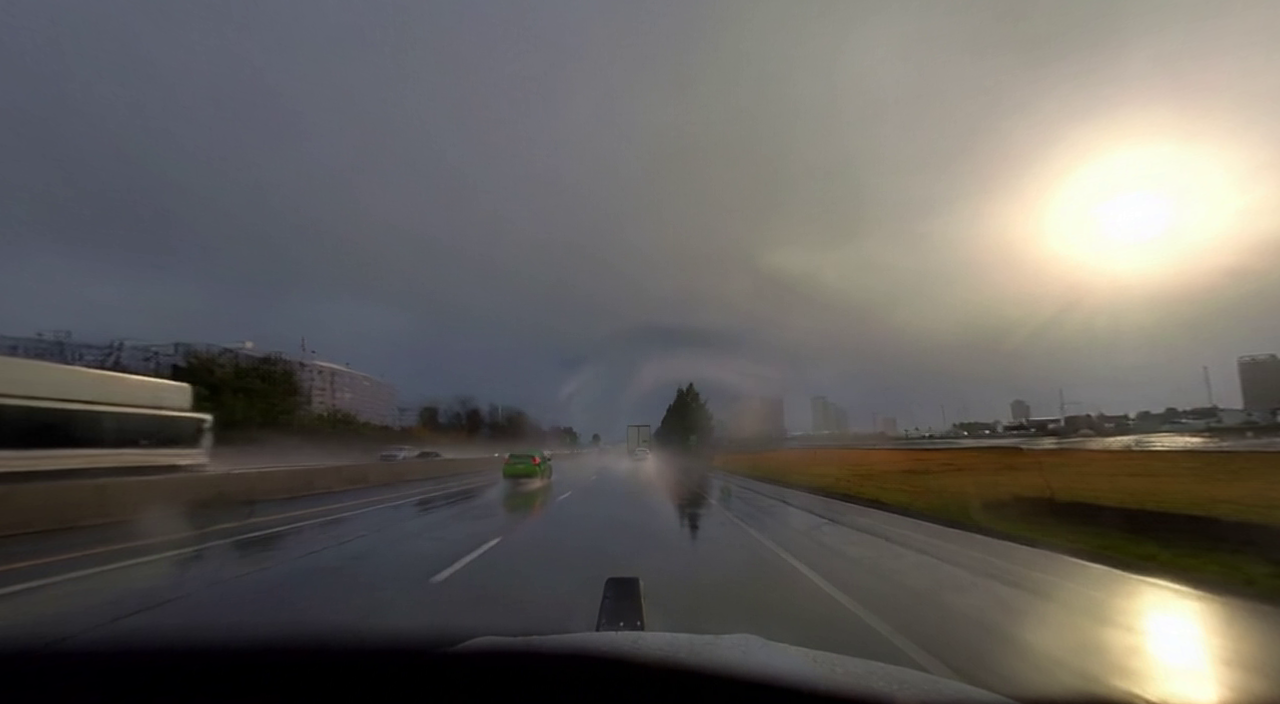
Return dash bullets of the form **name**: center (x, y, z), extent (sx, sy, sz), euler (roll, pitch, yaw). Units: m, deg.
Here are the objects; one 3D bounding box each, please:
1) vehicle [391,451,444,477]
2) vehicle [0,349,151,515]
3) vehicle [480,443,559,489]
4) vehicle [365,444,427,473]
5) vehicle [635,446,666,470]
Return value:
- **vehicle**: center (-12.561, 6.329, 35.843), extent (1.718, 1.426, 3.578), euler (0, -9, 0)
- **vehicle**: center (-17.120, 1.581, 13.024), extent (2.889, 4.027, 13.945), euler (0, -9, 0)
- **vehicle**: center (-4.337, 4.186, 23.437), extent (2.172, 1.548, 3.953), euler (0, -9, -1)
- **vehicle**: center (-17.102, 7.486, 44.498), extent (2.376, 1.864, 4.898), euler (0, -9, 0)
- **vehicle**: center (0.673, 7.380, 44.089), extent (1.992, 1.593, 3.937), euler (0, -9, -1)
